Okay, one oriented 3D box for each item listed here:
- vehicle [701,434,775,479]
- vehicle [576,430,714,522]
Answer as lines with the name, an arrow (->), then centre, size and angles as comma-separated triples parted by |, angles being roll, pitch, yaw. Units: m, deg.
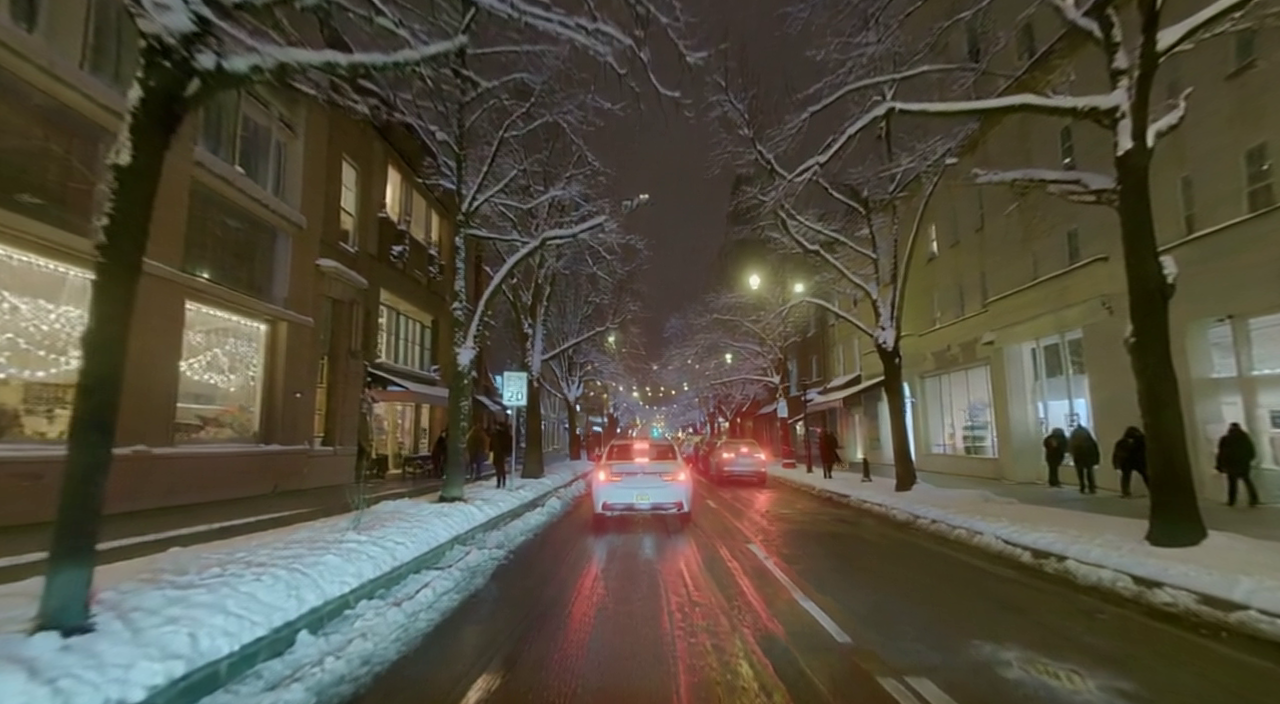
vehicle -> 3.588, 3.916, 23.958 | 2.025, 1.523, 4.426 | 0, -8, -1
vehicle -> 0.063, 2.341, 12.476 | 2.261, 1.474, 4.130 | 0, -8, -1
